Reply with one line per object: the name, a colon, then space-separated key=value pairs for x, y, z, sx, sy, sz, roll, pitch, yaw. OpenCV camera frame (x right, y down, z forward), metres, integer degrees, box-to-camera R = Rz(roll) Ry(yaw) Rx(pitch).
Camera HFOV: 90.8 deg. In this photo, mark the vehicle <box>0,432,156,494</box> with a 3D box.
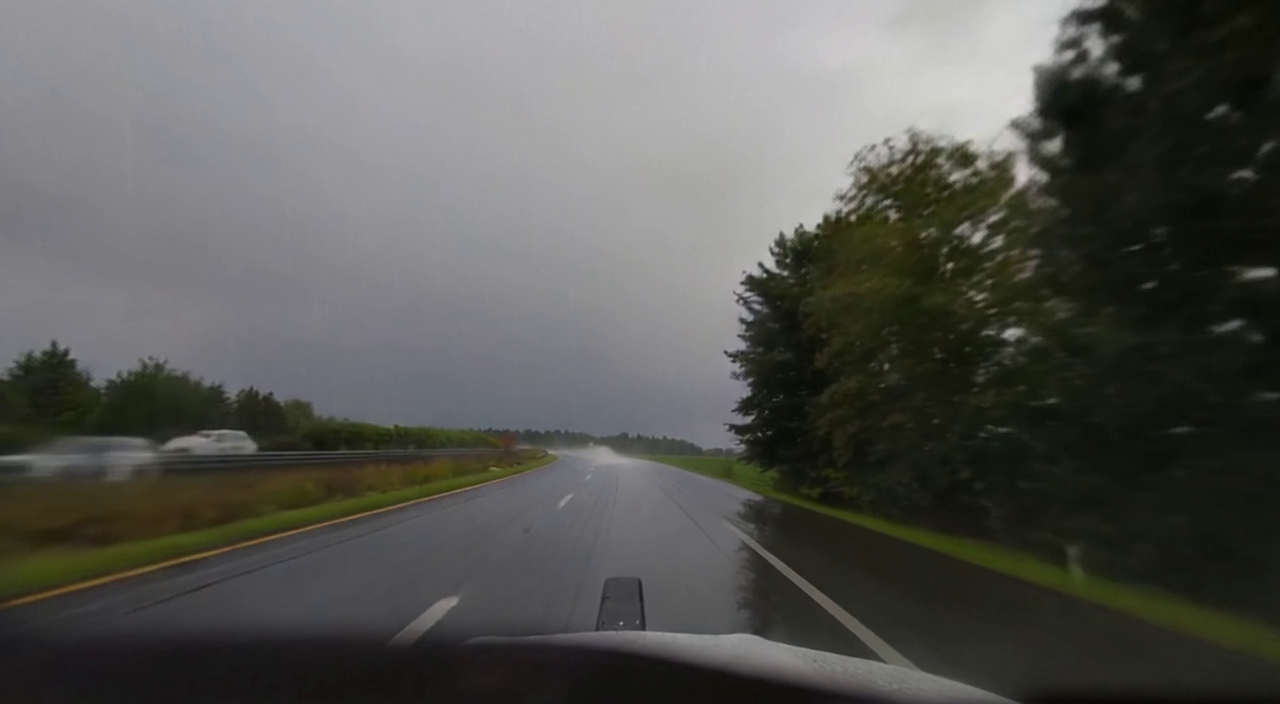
vehicle: x=-16.632 y=3.162 z=18.181 sx=1.879 sy=1.547 sz=4.378 roll=0 pitch=-9 yaw=-1
